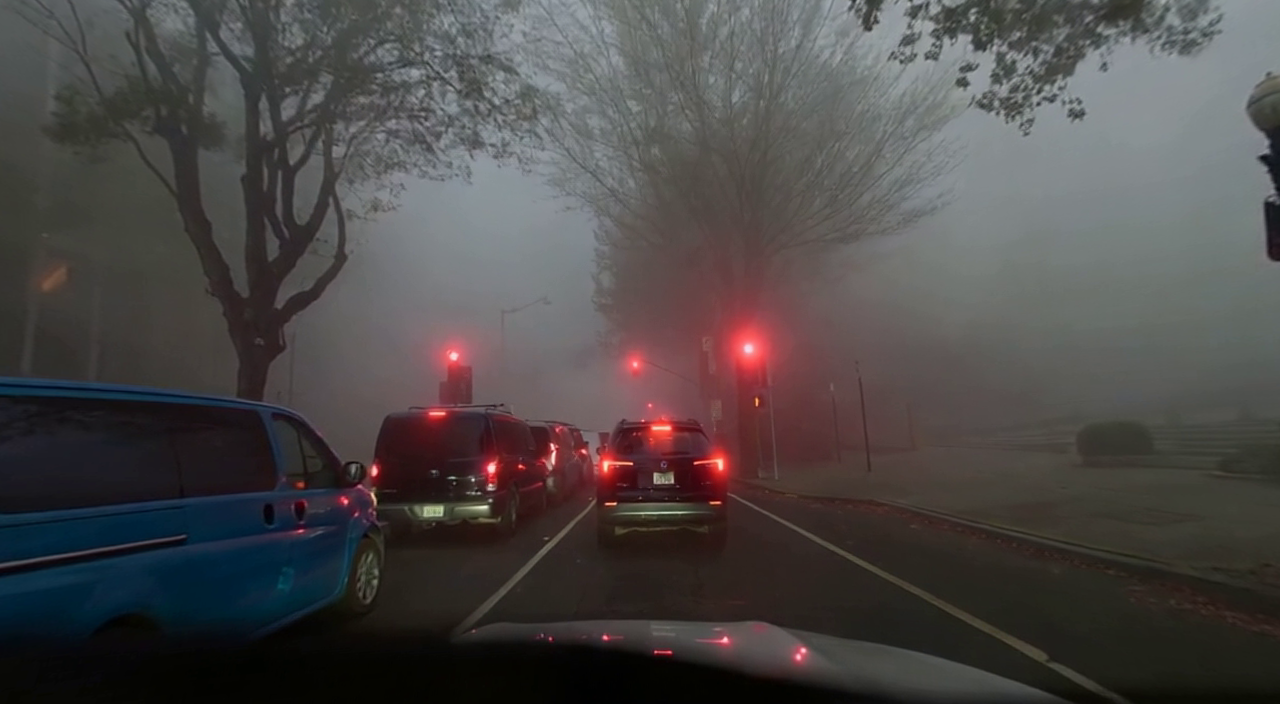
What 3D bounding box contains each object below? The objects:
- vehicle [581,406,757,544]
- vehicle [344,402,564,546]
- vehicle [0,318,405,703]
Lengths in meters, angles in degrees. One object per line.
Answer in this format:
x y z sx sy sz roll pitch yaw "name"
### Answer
0.375 1.844 9.976 2.205 1.727 3.917 0 -8 0 "vehicle"
-2.641 1.882 10.330 2.124 1.799 4.587 0 -8 1 "vehicle"
-3.169 1.012 3.886 1.940 1.722 3.823 0 -8 0 "vehicle"
